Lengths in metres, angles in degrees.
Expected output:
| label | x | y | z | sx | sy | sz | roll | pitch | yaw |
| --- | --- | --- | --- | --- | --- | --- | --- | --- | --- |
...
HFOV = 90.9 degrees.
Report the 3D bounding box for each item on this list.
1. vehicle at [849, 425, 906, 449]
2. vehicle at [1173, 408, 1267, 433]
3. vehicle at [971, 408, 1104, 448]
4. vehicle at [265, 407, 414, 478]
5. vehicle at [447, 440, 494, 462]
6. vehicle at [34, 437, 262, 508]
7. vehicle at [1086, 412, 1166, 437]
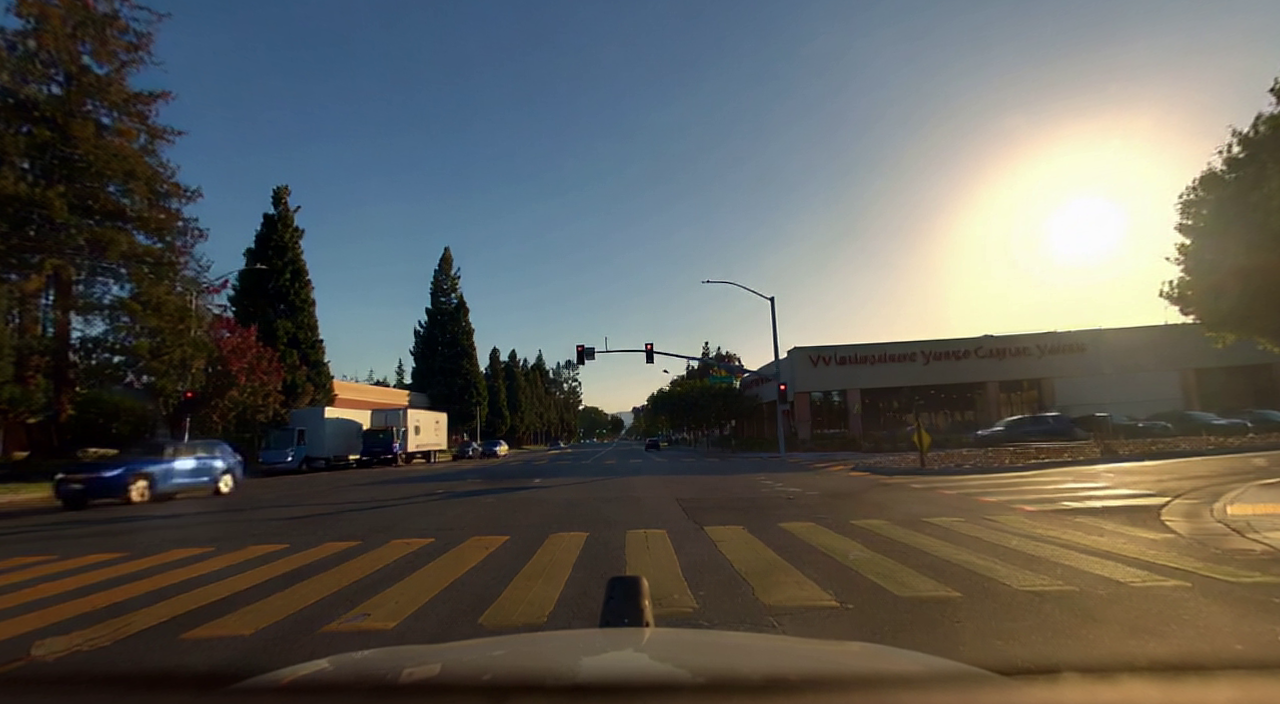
| label | x | y | z | sx | sy | sz | roll | pitch | yaw |
| --- | --- | --- | --- | --- | --- | --- | --- | --- | --- |
| vehicle | 17.470 | 6.257 | 46.454 | 3.329 | 1.415 | 1.821 | -6 | -9 | 2 |
| vehicle | 38.375 | 4.599 | 41.887 | 1.715 | 1.480 | 4.701 | 0 | -8 | -1 |
| vehicle | 17.622 | 3.415 | 28.094 | 4.566 | 1.670 | 2.000 | 0 | -8 | -2 |
| vehicle | -16.618 | 5.230 | 36.259 | 3.161 | 3.455 | 11.058 | 0 | -8 | 0 |
| vehicle | -12.087 | 7.104 | 45.297 | 1.996 | 1.482 | 4.772 | 0 | -8 | 0 |
| vehicle | -11.824 | 2.893 | 15.691 | 1.996 | 1.489 | 4.566 | 0 | -8 | 0 |
| vehicle | 31.380 | 4.728 | 40.810 | 1.823 | 1.480 | 4.003 | 0 | -8 | -3 |
